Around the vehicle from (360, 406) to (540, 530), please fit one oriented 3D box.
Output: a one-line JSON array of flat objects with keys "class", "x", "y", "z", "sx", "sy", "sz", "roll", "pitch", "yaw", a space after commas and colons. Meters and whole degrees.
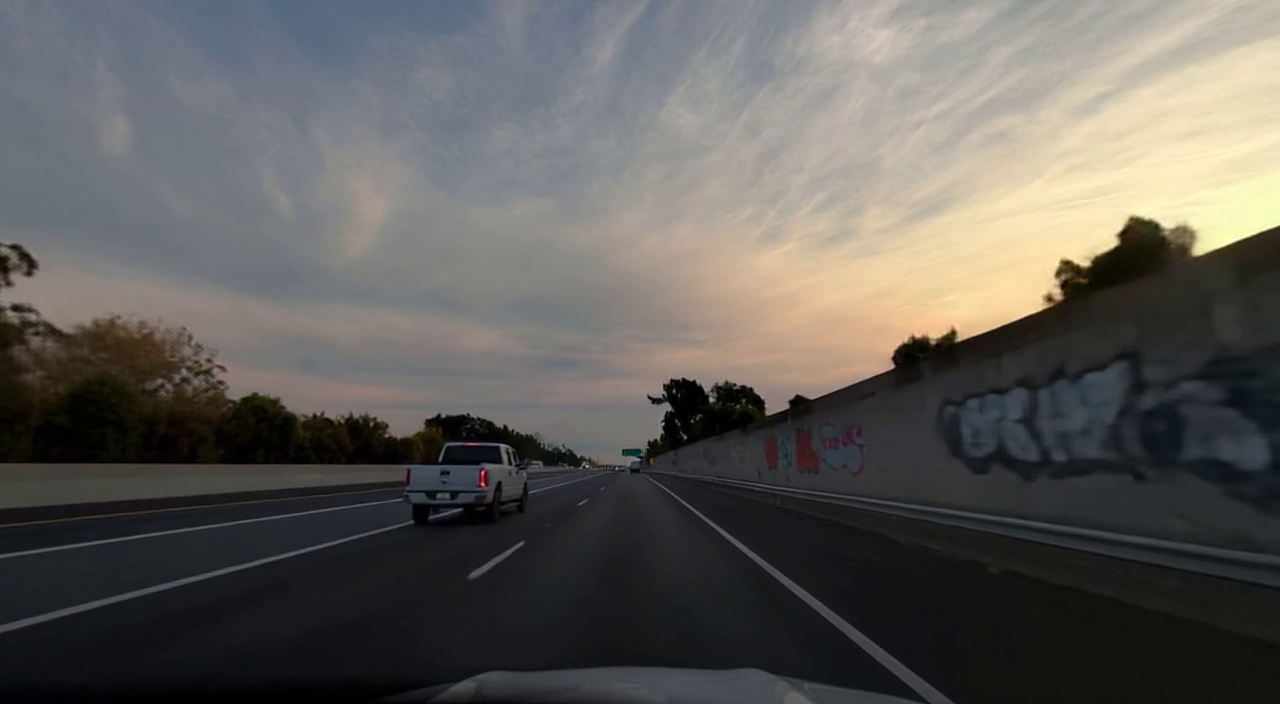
[{"class": "vehicle", "x": -4.289, "y": 2.890, "z": 15.732, "sx": 2.597, "sy": 2.434, "sz": 6.020, "roll": 1, "pitch": -11, "yaw": 0}]
